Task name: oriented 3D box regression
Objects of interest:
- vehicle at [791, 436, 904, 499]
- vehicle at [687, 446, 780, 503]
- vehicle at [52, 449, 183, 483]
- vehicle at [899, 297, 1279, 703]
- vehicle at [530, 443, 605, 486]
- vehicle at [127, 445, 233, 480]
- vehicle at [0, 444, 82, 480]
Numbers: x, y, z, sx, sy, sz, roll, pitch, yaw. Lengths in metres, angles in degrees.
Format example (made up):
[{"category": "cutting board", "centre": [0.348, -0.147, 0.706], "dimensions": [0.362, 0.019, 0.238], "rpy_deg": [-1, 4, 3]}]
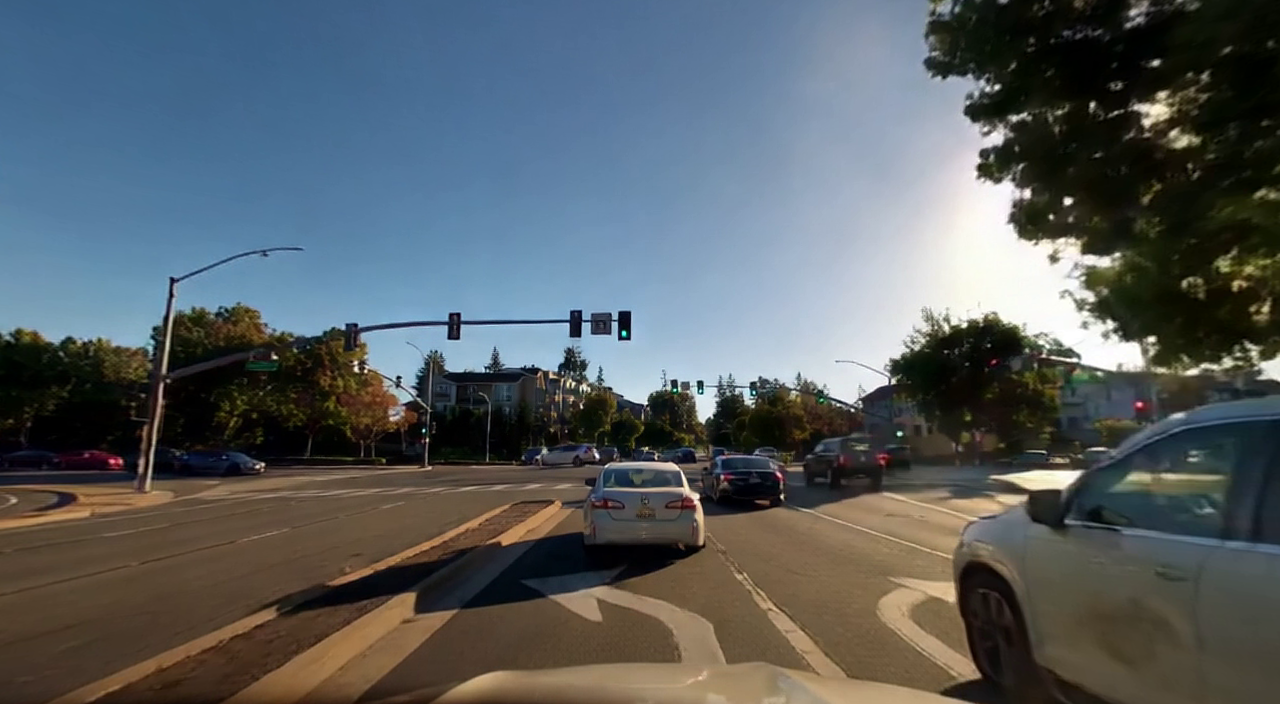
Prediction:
[{"category": "vehicle", "centre": [6.673, 3.744, 20.936], "dimensions": [2.105, 1.830, 4.610], "rpy_deg": [0, -8, -1]}, {"category": "vehicle", "centre": [2.664, 3.604, 19.074], "dimensions": [2.009, 1.480, 4.423], "rpy_deg": [0, -8, -2]}, {"category": "vehicle", "centre": [-26.258, 5.734, 31.783], "dimensions": [4.724, 1.630, 1.968], "rpy_deg": [0, -8, -2]}, {"category": "vehicle", "centre": [2.827, 0.741, 1.851], "dimensions": [2.115, 1.737, 4.642], "rpy_deg": [0, -8, 0]}, {"category": "vehicle", "centre": [-3.293, 4.947, 28.118], "dimensions": [2.099, 1.705, 4.020], "rpy_deg": [4, -9, -25]}, {"category": "vehicle", "centre": [-27.723, 6.647, 38.097], "dimensions": [4.689, 1.734, 2.034], "rpy_deg": [3, -8, -1]}, {"category": "vehicle", "centre": [-36.815, 6.563, 37.648], "dimensions": [4.771, 1.778, 2.032], "rpy_deg": [3, -8, -2]}]
